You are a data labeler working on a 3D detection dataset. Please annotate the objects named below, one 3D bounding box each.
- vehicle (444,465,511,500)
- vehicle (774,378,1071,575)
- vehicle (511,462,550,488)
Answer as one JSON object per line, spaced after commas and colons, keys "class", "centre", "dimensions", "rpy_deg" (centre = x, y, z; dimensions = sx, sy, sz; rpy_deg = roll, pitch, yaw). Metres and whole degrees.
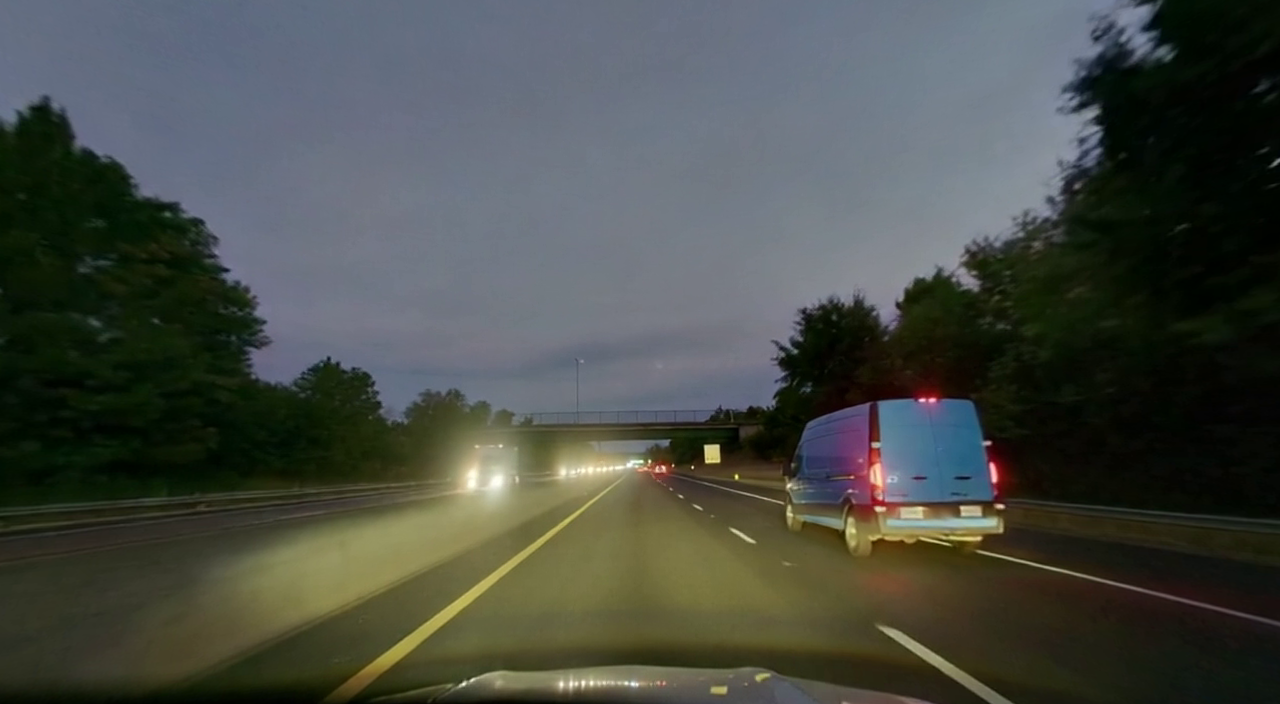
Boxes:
{"class": "vehicle", "centre": [-7.571, 6.135, 29.747], "dimensions": [1.907, 1.494, 4.554], "rpy_deg": [1, -10, 0]}
{"class": "vehicle", "centre": [4.502, 2.270, 11.861], "dimensions": [2.372, 2.581, 6.763], "rpy_deg": [1, -10, -1]}
{"class": "vehicle", "centre": [-7.745, 8.767, 44.936], "dimensions": [1.933, 1.723, 4.614], "rpy_deg": [1, -10, 0]}
